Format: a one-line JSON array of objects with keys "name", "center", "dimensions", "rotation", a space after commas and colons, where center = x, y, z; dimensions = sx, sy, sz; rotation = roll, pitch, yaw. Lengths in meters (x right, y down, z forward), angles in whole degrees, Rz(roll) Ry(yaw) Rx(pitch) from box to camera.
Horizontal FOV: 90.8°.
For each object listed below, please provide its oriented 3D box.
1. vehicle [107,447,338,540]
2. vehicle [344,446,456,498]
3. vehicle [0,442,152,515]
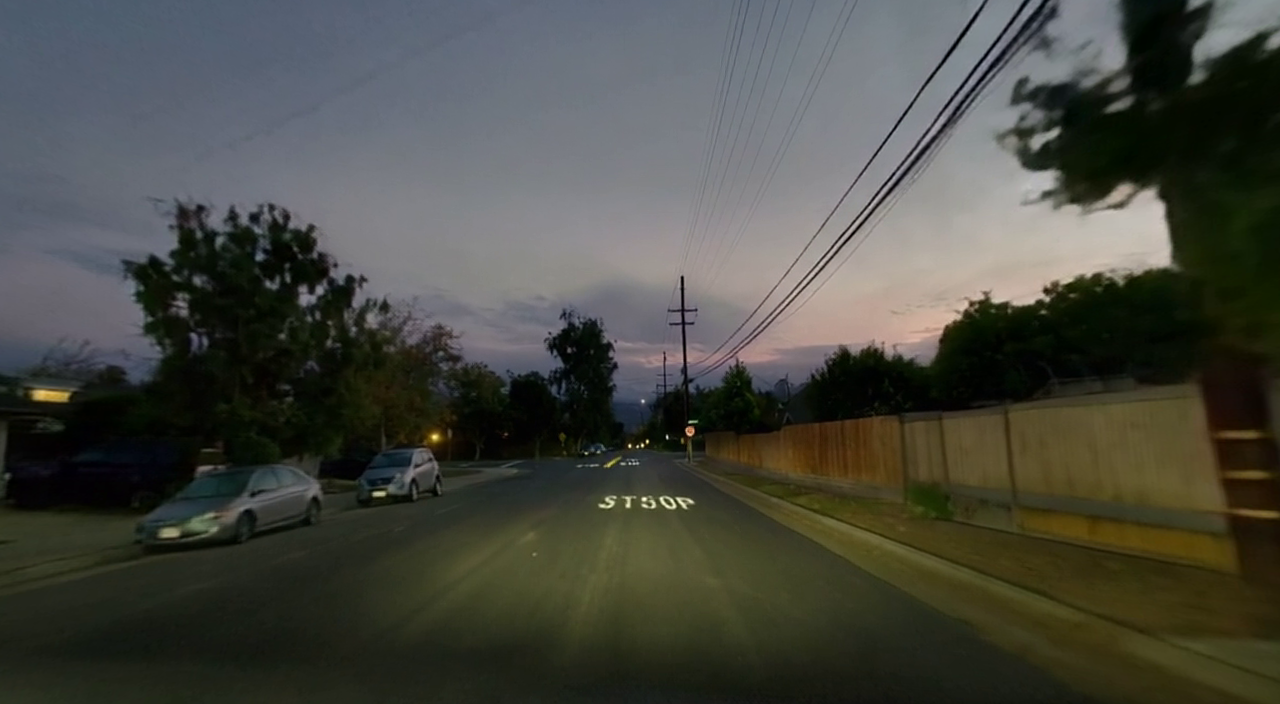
[{"name": "vehicle", "center": [-8.534, 2.870, 13.467], "dimensions": [1.950, 1.627, 4.027], "rotation": [-1, -8, 4]}, {"name": "vehicle", "center": [-8.489, 4.261, 22.812], "dimensions": [2.047, 1.679, 3.948], "rotation": [-2, -9, 8]}, {"name": "vehicle", "center": [-16.294, 3.350, 17.023], "dimensions": [4.364, 1.802, 2.122], "rotation": [1, -9, -8]}]
